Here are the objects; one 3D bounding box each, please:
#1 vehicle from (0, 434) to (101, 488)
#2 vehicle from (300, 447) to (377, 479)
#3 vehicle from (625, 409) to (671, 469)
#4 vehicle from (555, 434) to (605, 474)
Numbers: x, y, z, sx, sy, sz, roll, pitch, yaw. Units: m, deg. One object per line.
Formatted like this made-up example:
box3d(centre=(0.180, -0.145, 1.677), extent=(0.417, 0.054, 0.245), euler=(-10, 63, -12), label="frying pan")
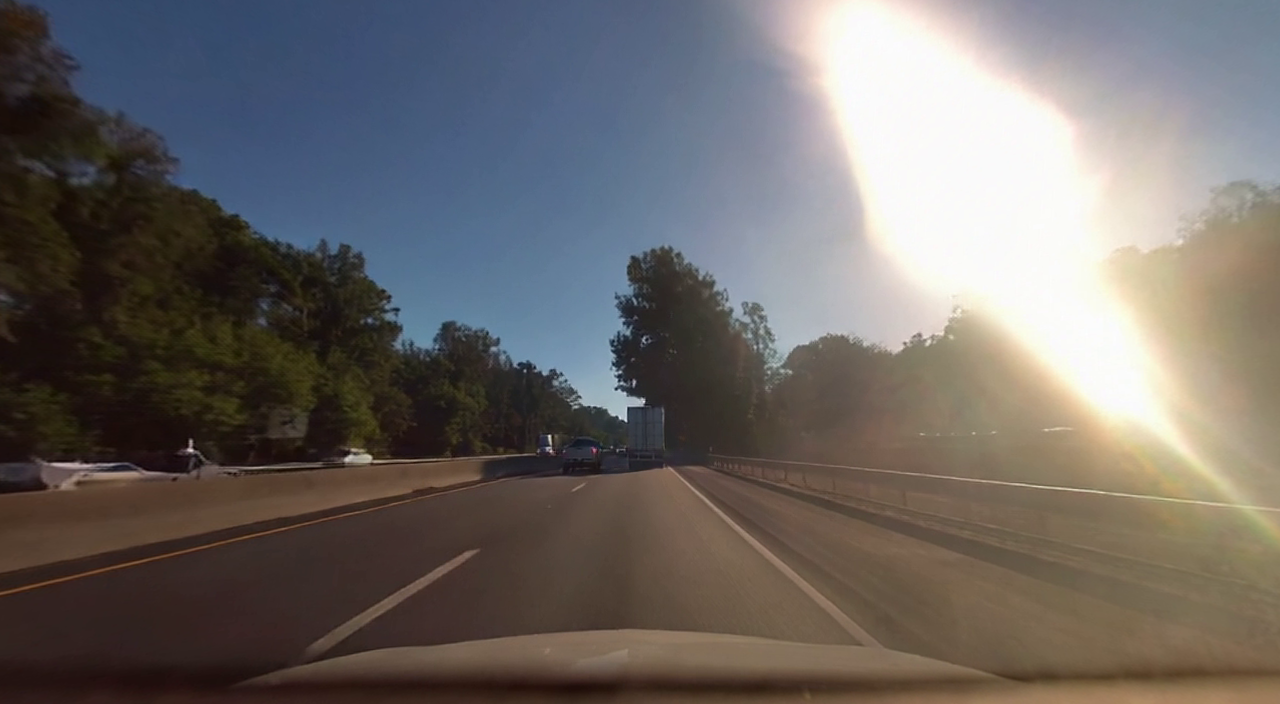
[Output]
box3d(centre=(-43.944, 8.034, 46.951), extent=(2.807, 3.656, 7.763), euler=(3, -9, -19), label="vehicle")
box3d(centre=(-15.997, 5.888, 33.645), extent=(1.978, 1.616, 4.154), euler=(0, -9, 1), label="vehicle")
box3d(centre=(0.495, 6.556, 47.105), extent=(3.024, 3.965, 10.399), euler=(0, -9, 0), label="vehicle")
box3d(centre=(-3.370, 5.937, 36.864), extent=(2.283, 2.156, 5.546), euler=(0, -9, 1), label="vehicle")
